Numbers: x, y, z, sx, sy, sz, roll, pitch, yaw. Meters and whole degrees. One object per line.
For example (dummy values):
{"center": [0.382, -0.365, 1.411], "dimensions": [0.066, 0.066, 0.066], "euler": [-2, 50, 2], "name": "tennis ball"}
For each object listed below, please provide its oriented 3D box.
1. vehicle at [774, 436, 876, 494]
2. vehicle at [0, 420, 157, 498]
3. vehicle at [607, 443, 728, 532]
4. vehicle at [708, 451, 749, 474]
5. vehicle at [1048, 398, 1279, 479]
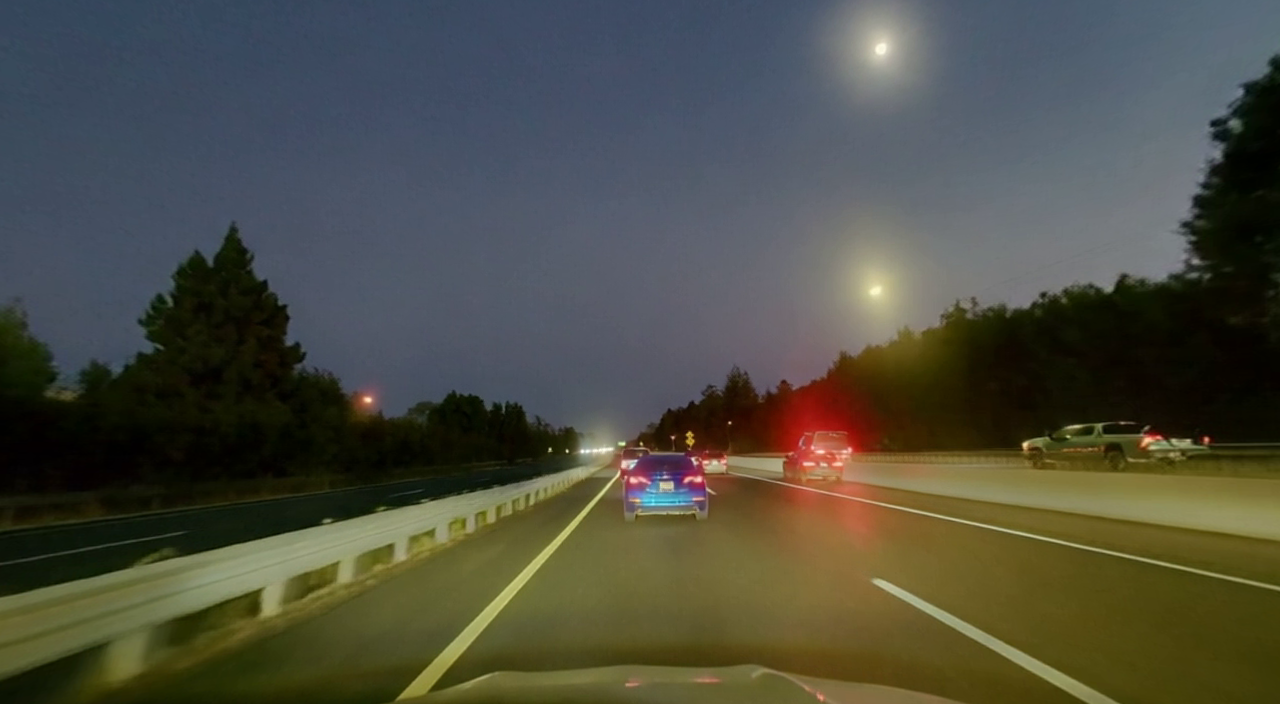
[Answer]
{"center": [6.408, 3.979, 22.502], "dimensions": [2.177, 1.827, 4.565], "euler": [0, -9, -1], "name": "vehicle"}
{"center": [-33.439, 6.305, 37.632], "dimensions": [2.902, 3.981, 7.819], "euler": [-3, -8, 0], "name": "vehicle"}
{"center": [0.444, 2.631, 12.776], "dimensions": [2.076, 1.485, 3.774], "euler": [0, -9, -1], "name": "vehicle"}
{"center": [5.978, 7.497, 43.102], "dimensions": [2.015, 1.454, 4.324], "euler": [0, -9, -2], "name": "vehicle"}
{"center": [31.635, 5.383, 38.371], "dimensions": [2.822, 3.996, 14.073], "euler": [1, -9, -7], "name": "vehicle"}
